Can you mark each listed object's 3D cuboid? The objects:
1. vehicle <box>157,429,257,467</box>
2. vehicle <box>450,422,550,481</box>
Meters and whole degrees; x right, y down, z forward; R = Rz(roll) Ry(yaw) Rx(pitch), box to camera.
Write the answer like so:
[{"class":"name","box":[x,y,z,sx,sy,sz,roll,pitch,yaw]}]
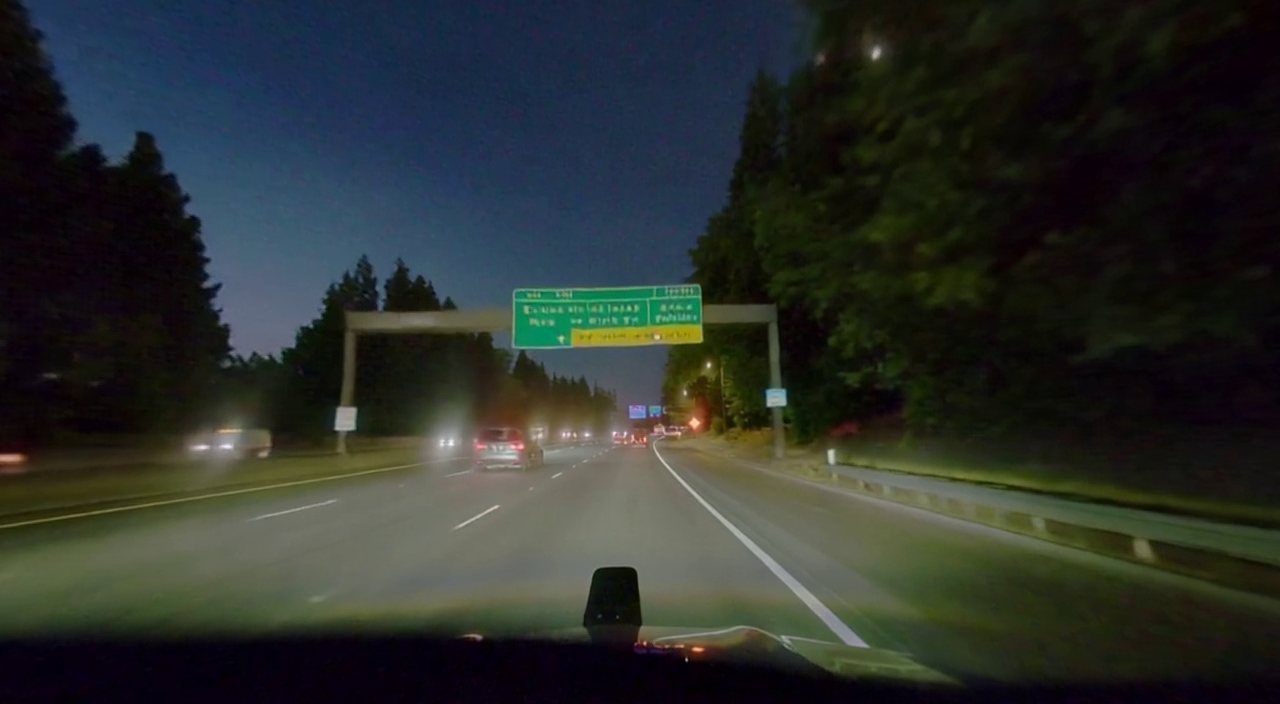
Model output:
[{"class":"vehicle","box":[-24.077,5.349,35.308,2.063,1.952,4.896,0,-8,1]},{"class":"vehicle","box":[-4.222,3.061,19.779,2.052,1.626,4.514,0,-8,0]}]
